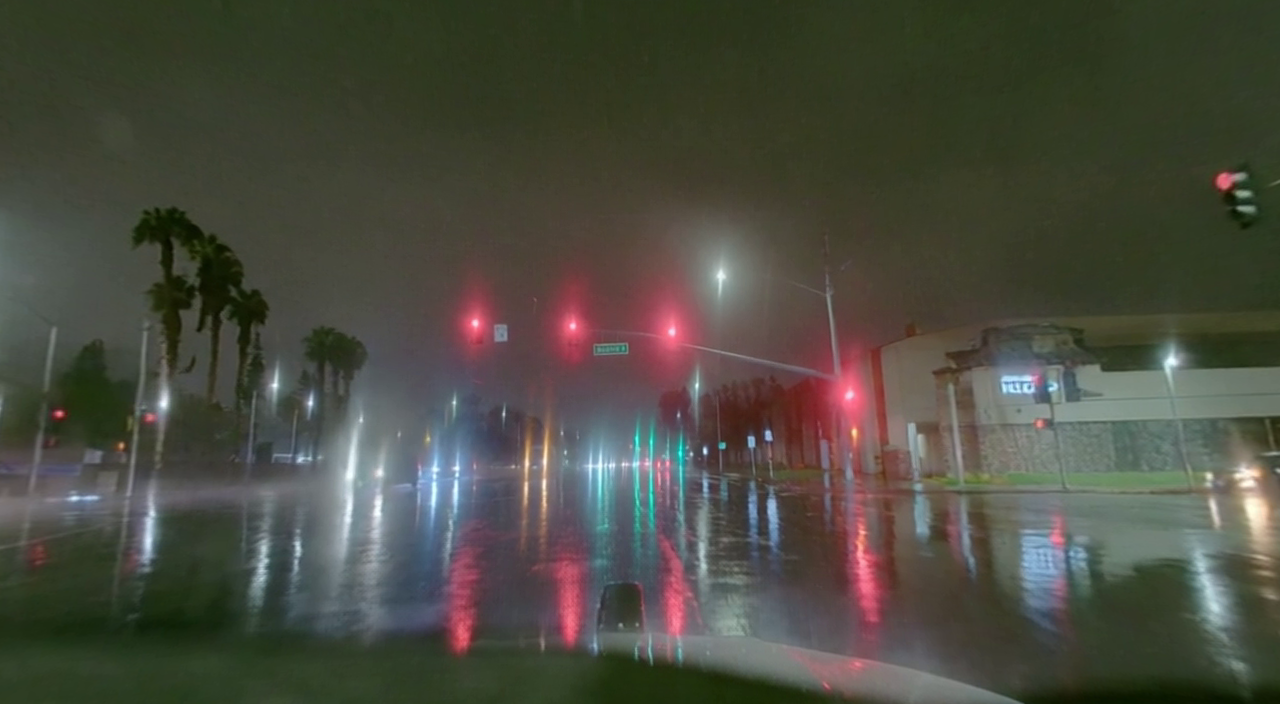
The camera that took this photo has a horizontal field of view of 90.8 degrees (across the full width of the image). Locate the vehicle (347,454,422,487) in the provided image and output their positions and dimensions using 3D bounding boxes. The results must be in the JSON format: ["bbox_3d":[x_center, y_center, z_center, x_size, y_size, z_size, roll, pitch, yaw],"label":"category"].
[{"bbox_3d":[-13.756,6.386,34.381,1.995,1.632,4.609,0,-9,2],"label":"vehicle"}]

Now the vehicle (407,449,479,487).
[{"bbox_3d":[-9.583,5.660,31.151,2.074,1.681,4.417,0,-9,0],"label":"vehicle"}]
